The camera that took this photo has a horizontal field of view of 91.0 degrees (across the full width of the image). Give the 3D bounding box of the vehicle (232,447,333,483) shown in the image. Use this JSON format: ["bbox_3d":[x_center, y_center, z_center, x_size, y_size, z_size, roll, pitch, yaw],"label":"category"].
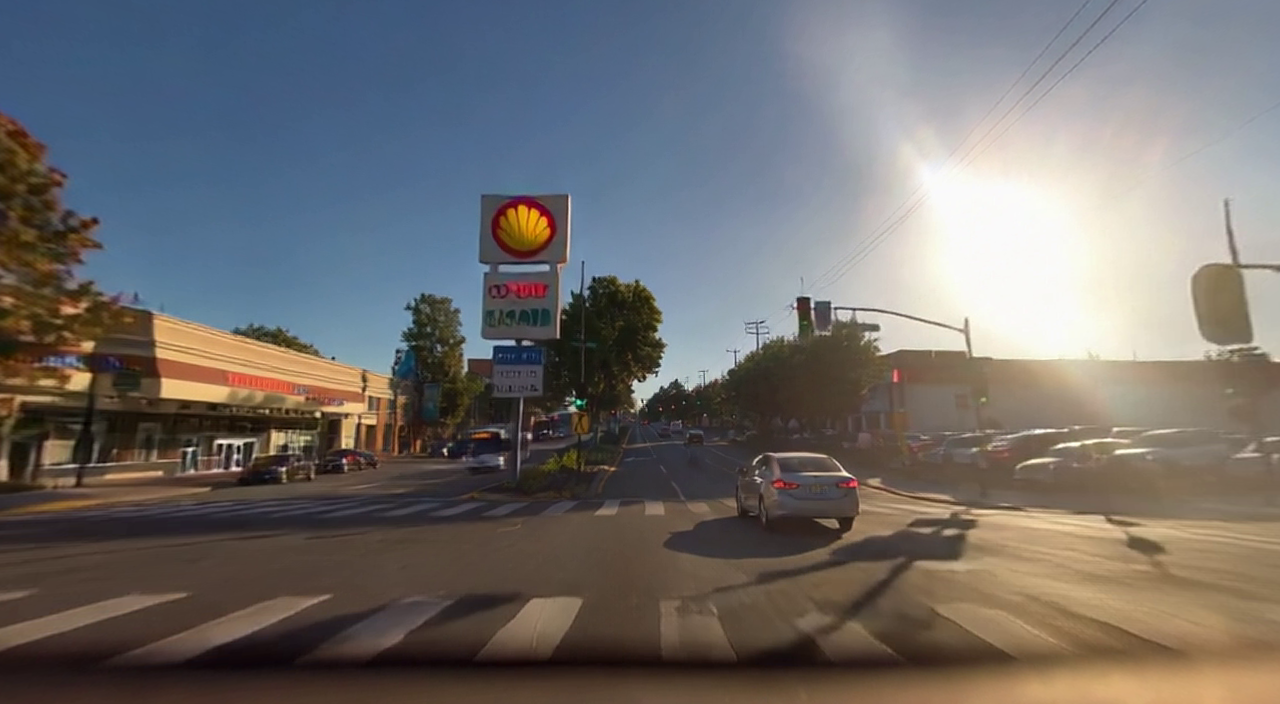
[{"bbox_3d":[-17.827,5.643,31.743,1.956,1.634,5.000,-1,-8,3],"label":"vehicle"}]

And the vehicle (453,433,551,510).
[{"bbox_3d":[-3.736,3.443,17.929,2.189,1.836,4.693,0,-12,-6],"label":"vehicle"}]

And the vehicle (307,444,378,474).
[{"bbox_3d":[-17.974,6.457,38.307,2.079,1.672,4.333,-1,-8,2],"label":"vehicle"}]

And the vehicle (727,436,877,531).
[{"bbox_3d":[3.198,2.680,13.457,1.999,1.679,4.217,0,-8,-1],"label":"vehicle"}]

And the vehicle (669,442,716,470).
[{"bbox_3d":[2.894,5.842,35.658,2.282,1.458,4.362,0,-8,-1],"label":"vehicle"}]
